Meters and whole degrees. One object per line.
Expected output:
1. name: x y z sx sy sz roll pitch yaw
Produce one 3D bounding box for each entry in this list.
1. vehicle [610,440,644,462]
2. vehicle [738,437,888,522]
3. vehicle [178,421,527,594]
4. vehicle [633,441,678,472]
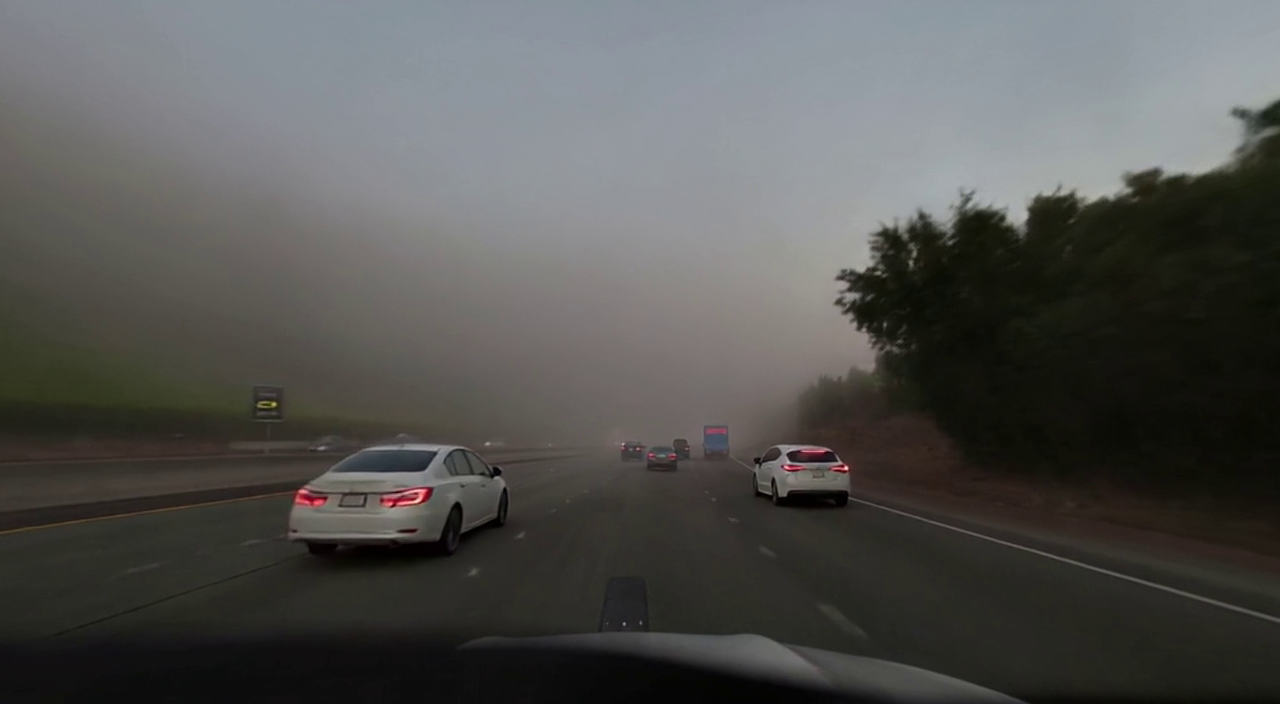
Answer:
1. vehicle: -0.913 7.410 47.306 2.010 1.482 4.230 0 -8 5
2. vehicle: 3.428 2.602 13.486 2.013 1.464 4.317 1 -8 0
3. vehicle: -2.951 1.712 7.957 2.031 1.491 4.792 0 -8 2
4. vehicle: 0.877 5.415 32.931 2.202 1.467 3.929 -1 -8 4
